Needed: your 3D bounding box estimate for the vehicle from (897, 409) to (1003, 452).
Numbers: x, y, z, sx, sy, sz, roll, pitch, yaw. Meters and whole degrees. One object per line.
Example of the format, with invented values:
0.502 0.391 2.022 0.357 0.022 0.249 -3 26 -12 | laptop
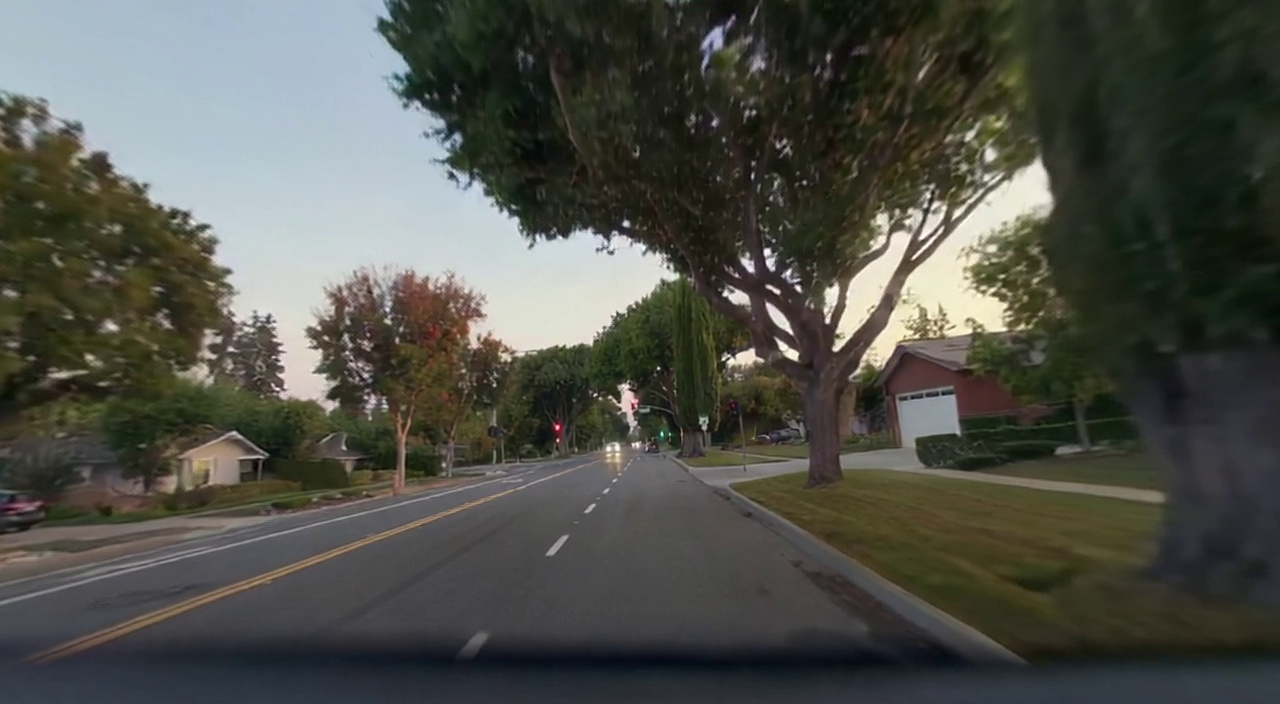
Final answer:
14.491 3.681 29.520 3.917 1.454 1.725 -7 -7 0 | vehicle
